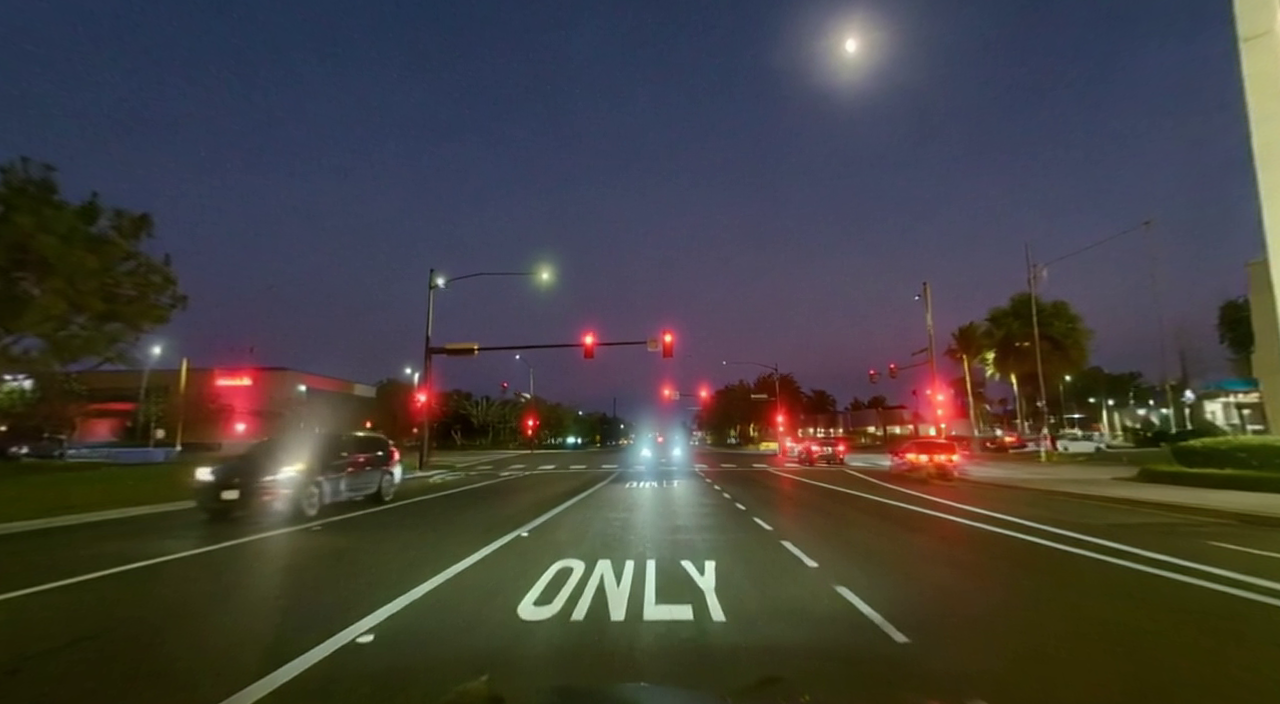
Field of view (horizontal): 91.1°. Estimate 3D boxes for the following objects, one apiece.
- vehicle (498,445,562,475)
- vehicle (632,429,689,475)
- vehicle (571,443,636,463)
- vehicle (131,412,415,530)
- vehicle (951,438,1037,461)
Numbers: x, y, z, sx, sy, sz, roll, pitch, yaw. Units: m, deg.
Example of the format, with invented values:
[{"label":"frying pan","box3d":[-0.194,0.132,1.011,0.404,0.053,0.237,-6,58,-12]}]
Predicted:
[{"label":"vehicle","box3d":[-5.979,5.710,33.657,1.984,1.469,4.668,5,-10,-28]},{"label":"vehicle","box3d":[1.040,4.959,31.341,2.590,2.080,5.284,0,-9,2]},{"label":"vehicle","box3d":[-2.738,7.758,48.113,4.794,1.490,1.911,0,-9,3]},{"label":"vehicle","box3d":[-7.202,2.421,13.461,2.366,1.941,5.823,0,-9,2]},{"label":"vehicle","box3d":[26.551,7.360,47.252,5.217,1.672,1.992,0,-9,2]}]
